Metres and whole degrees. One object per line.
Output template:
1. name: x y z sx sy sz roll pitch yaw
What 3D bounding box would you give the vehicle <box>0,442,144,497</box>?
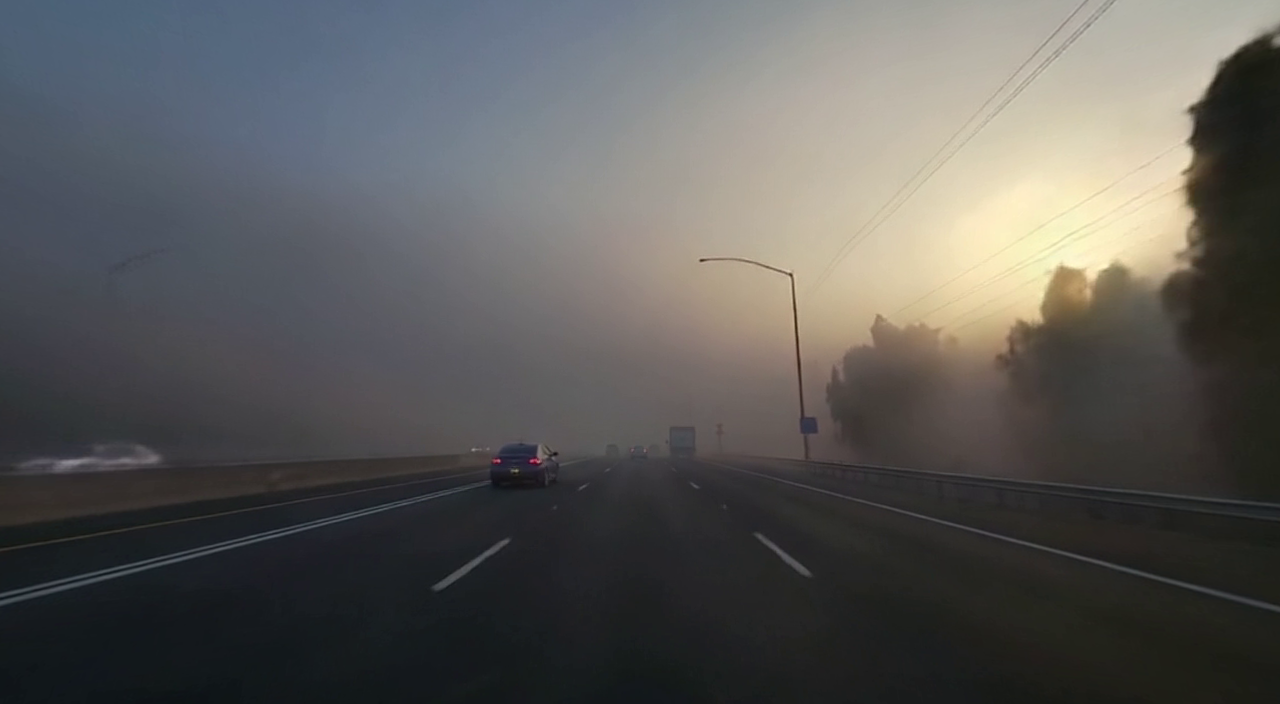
1. vehicle: -19.120 3.758 20.622 1.926 1.571 4.680 0 -8 1

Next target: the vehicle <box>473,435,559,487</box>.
1. vehicle: -4.275 3.837 22.516 2.064 1.642 4.389 0 -8 1
